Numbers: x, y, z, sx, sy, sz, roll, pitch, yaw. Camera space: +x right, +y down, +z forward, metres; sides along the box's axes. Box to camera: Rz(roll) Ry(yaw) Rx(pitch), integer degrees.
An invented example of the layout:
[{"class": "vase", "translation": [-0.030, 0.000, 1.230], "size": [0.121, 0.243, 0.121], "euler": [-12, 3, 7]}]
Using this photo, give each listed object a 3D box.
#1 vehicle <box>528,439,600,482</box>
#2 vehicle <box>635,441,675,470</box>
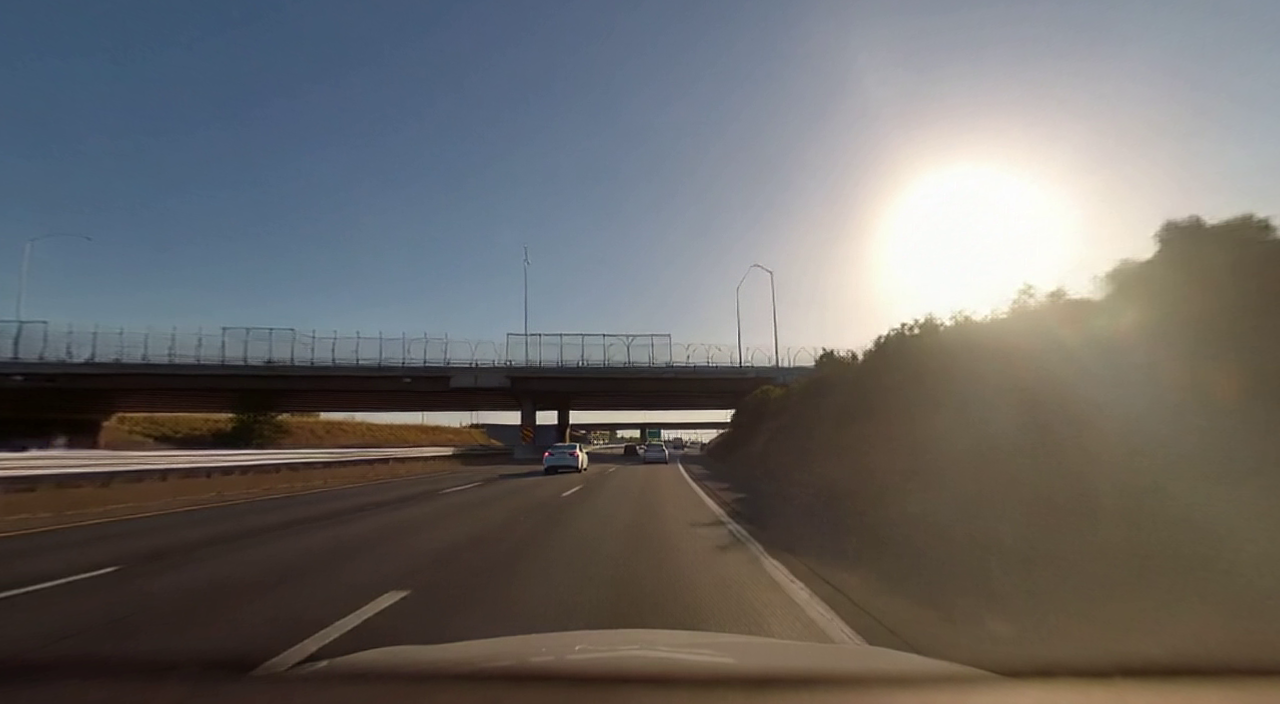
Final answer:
[{"class": "vehicle", "translation": [-2.962, 4.368, 25.510], "size": [2.129, 1.563, 4.387], "euler": [-1, -9, 3]}, {"class": "vehicle", "translation": [0.907, 5.884, 35.870], "size": [2.129, 1.502, 4.321], "euler": [-1, -9, 3]}]
